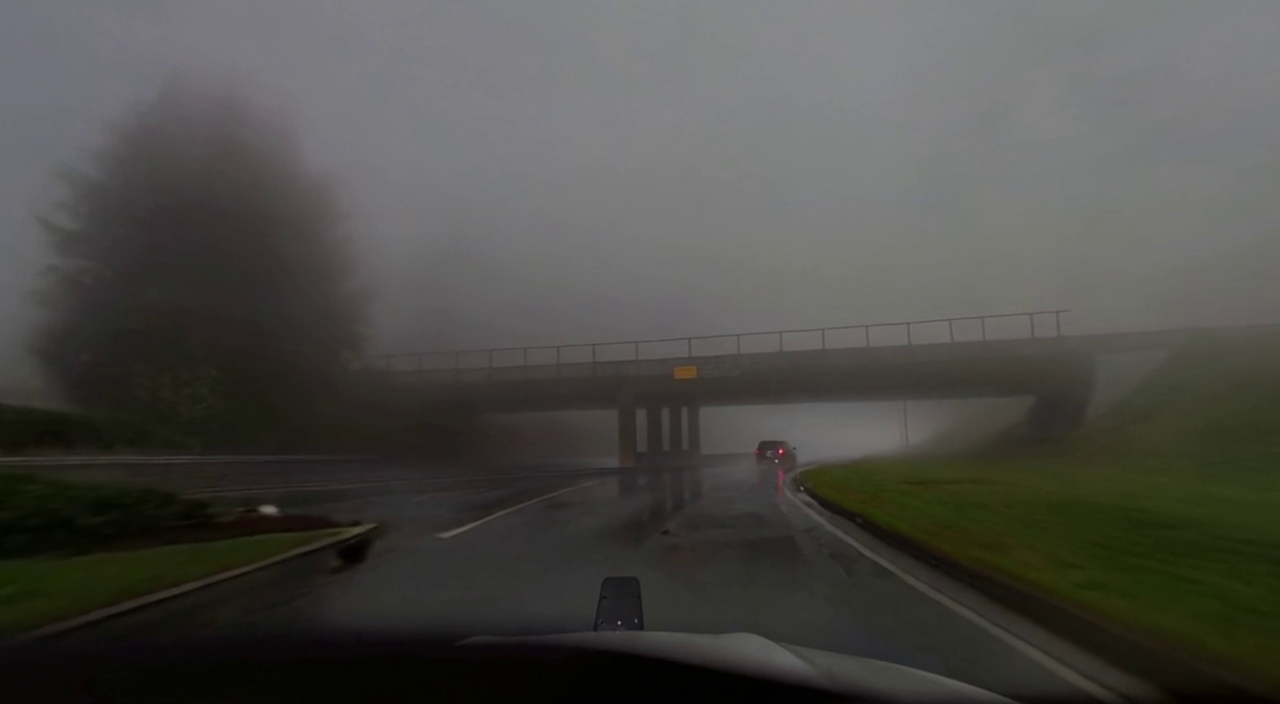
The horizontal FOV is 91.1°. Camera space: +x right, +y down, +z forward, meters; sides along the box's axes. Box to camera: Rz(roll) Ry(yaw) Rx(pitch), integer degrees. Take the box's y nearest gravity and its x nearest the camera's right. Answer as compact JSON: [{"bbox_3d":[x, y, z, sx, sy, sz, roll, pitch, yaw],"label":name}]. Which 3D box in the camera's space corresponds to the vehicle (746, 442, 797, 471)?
[{"bbox_3d":[6.971,5.489,33.115,1.980,1.449,3.650,-4,-10,21],"label":"vehicle"}]
